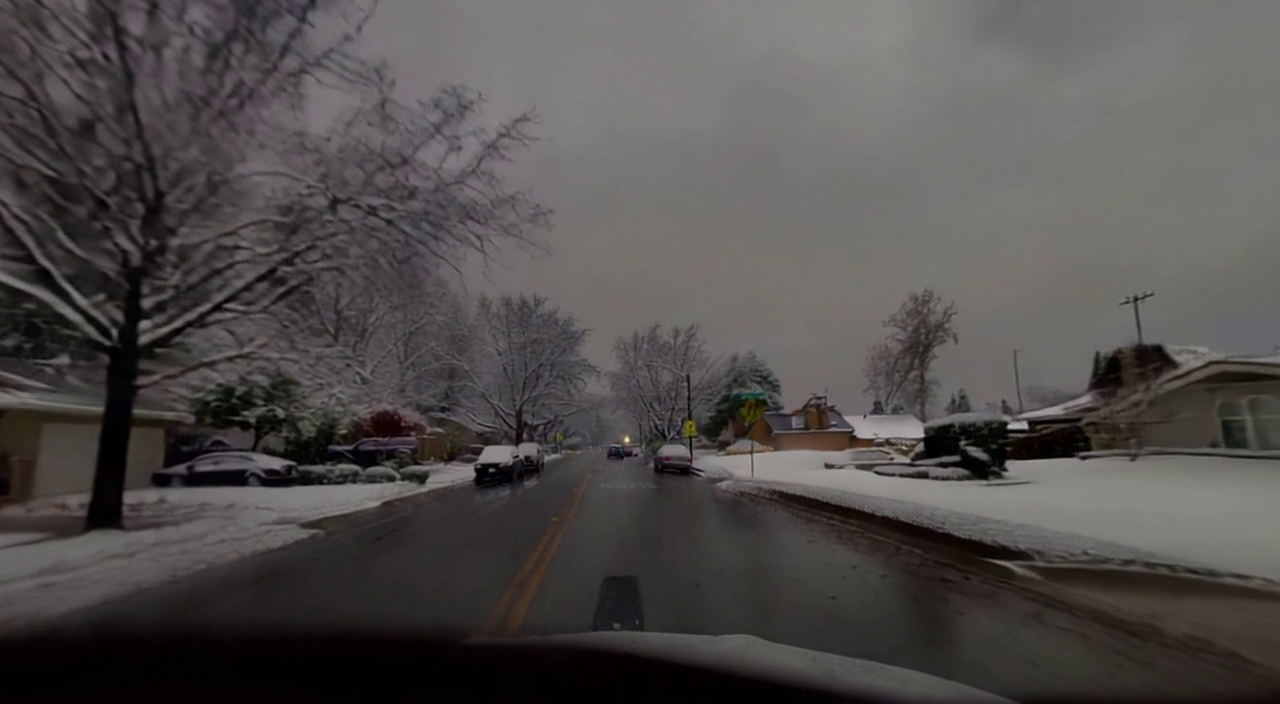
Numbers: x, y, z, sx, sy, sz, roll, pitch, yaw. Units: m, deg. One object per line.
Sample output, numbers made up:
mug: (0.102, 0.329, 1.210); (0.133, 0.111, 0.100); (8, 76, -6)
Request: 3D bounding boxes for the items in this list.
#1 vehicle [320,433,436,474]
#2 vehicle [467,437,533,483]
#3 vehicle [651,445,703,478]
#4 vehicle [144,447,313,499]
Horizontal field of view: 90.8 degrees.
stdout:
vehicle: (-14.074, 5.468, 34.193); (5.234, 2.076, 2.197); (0, -8, -1)
vehicle: (-6.592, 5.151, 30.289); (2.155, 1.907, 5.100); (-2, -9, -2)
vehicle: (1.787, 5.465, 31.873); (2.047, 1.532, 4.350); (0, -8, -4)
vehicle: (-12.868, 3.776, 19.984); (3.989, 1.485, 1.814); (0, -8, -4)
